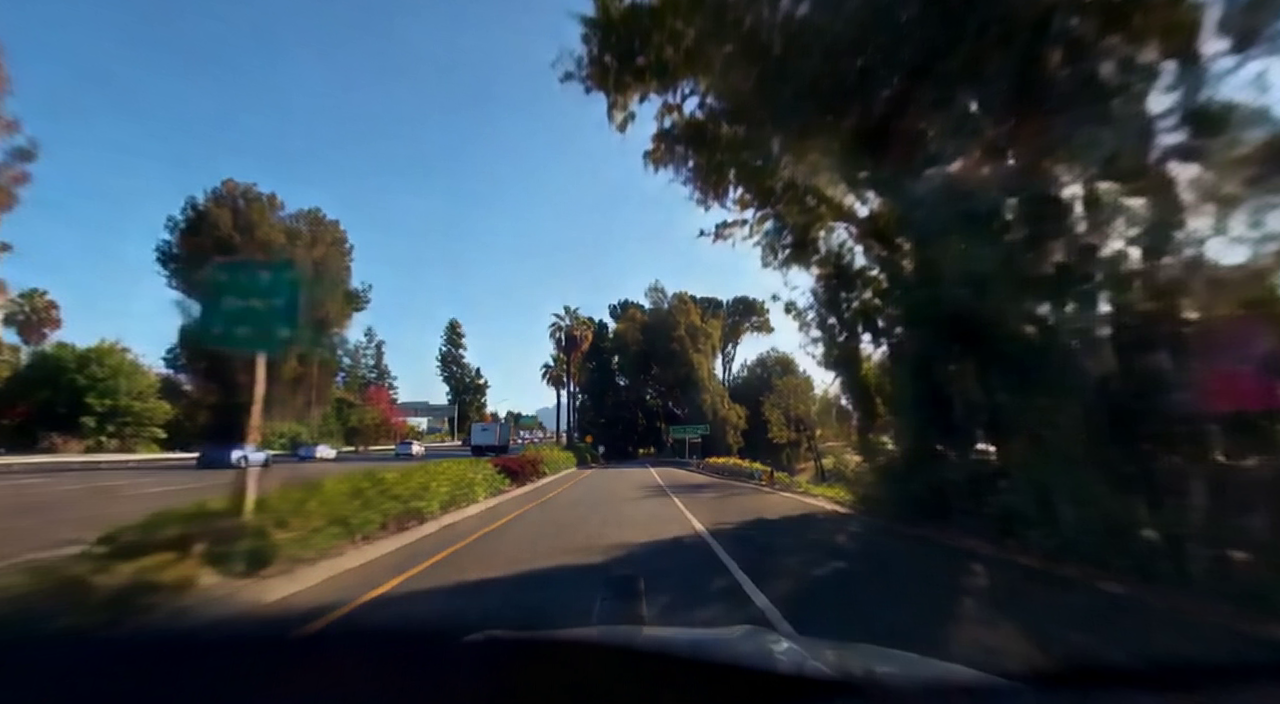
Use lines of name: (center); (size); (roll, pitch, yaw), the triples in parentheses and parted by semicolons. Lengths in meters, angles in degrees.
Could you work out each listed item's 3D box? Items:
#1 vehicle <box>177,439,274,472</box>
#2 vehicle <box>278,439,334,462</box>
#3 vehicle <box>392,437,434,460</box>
vehicle: (-20.498, 5.141, 31.511); (1.933, 1.496, 4.516); (0, -9, -3)
vehicle: (-25.104, 7.412, 47.679); (1.998, 1.648, 4.495); (0, -9, -3)
vehicle: (-17.596, 7.481, 49.083); (1.919, 1.658, 4.084); (0, -9, -3)
